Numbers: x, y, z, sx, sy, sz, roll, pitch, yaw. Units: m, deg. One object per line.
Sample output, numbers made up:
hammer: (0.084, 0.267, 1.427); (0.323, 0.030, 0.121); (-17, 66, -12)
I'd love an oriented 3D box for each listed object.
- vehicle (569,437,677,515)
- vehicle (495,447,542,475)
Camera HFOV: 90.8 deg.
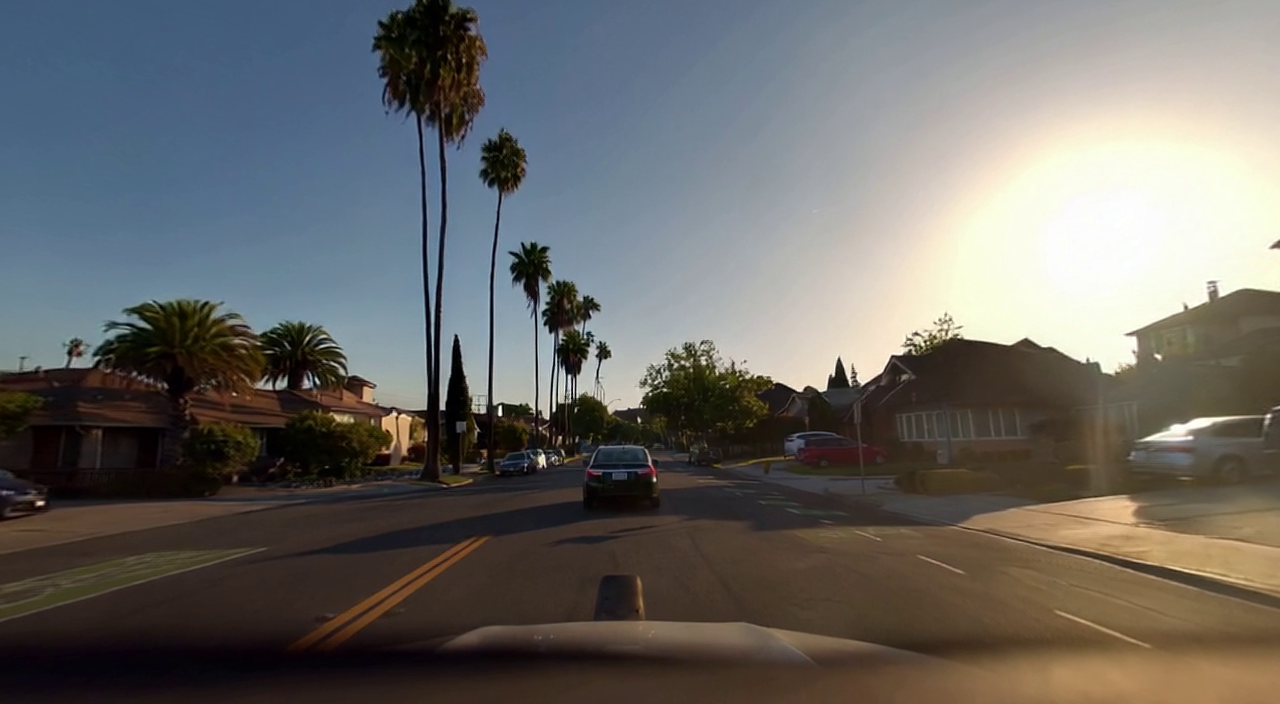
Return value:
vehicle: (-0.379, 2.729, 14.389); (2.098, 1.483, 4.099); (0, -9, -1)
vehicle: (-7.978, 7.179, 41.865); (2.069, 1.441, 4.368); (-3, -7, 1)
